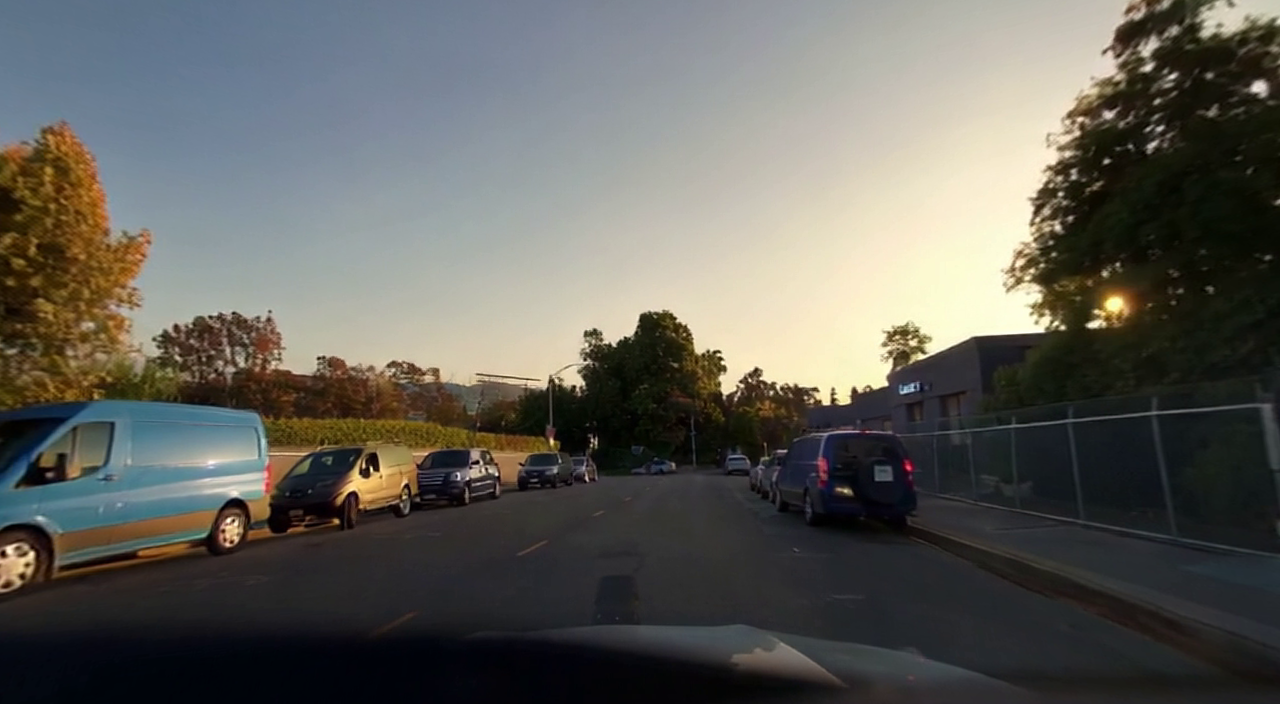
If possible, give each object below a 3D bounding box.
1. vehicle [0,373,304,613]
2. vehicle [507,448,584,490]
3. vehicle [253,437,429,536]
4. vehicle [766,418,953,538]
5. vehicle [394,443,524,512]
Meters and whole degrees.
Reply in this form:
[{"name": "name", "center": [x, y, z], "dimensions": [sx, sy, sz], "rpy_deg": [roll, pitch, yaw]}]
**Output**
[{"name": "vehicle", "center": [-7.246, 1.786, 8.643], "dimensions": [2.435, 2.308, 4.937], "rpy_deg": [-5, -8, 3]}, {"name": "vehicle", "center": [-4.703, 5.910, 32.503], "dimensions": [2.504, 1.919, 5.658], "rpy_deg": [-1, -8, 7]}, {"name": "vehicle", "center": [-6.665, 2.987, 14.688], "dimensions": [1.857, 1.908, 4.081], "rpy_deg": [-1, -8, 4]}, {"name": "vehicle", "center": [4.334, 2.576, 13.802], "dimensions": [2.327, 2.021, 5.850], "rpy_deg": [-1, -8, 4]}, {"name": "vehicle", "center": [-5.839, 4.101, 21.394], "dimensions": [2.304, 1.937, 5.720], "rpy_deg": [-2, -8, 5]}]
